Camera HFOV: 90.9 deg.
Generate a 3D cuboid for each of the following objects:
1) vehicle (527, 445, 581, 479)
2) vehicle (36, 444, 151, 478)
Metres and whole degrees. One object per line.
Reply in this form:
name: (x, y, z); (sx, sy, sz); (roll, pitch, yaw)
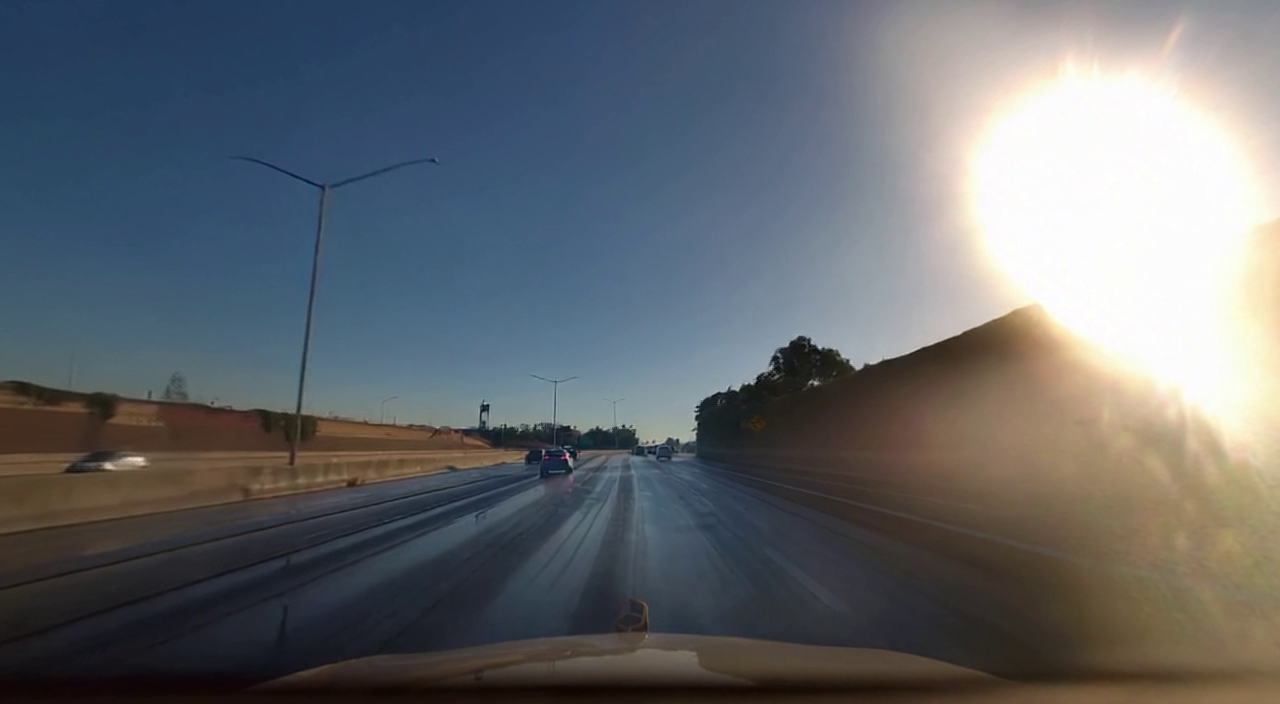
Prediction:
vehicle: (-4.080, 5.277, 30.537); (2.014, 1.481, 4.156); (-1, -8, 1)
vehicle: (-29.555, 5.894, 34.355); (2.013, 1.695, 4.746); (-1, -8, 0)
